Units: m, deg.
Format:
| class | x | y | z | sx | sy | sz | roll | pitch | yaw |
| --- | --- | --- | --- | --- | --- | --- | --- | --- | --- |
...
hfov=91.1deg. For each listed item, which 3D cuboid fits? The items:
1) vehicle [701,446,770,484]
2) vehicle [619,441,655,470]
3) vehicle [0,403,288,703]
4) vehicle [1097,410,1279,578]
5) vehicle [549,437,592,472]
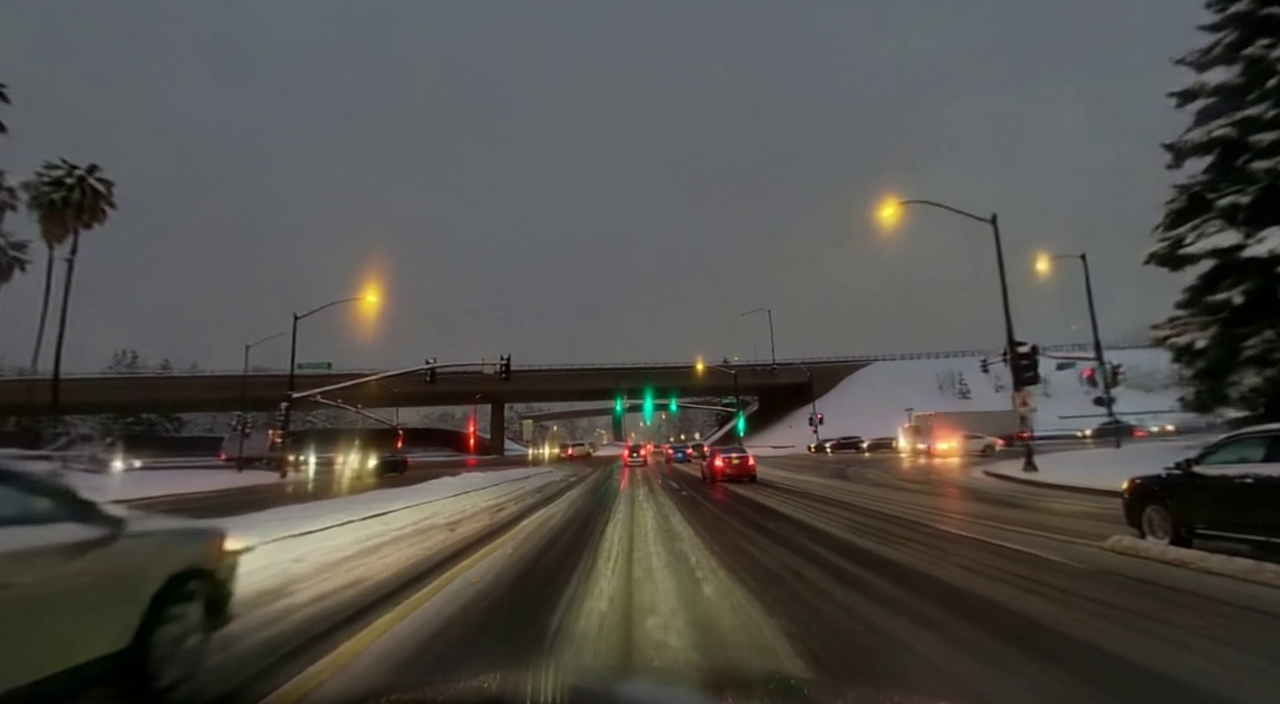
| class | x | y | z | sx | sy | sz | roll | pitch | yaw |
| --- | --- | --- | --- | --- | --- | --- | --- | --- | --- |
| vehicle | 3.824 | 4.587 | 25.872 | 2.156 | 1.404 | 4.120 | 0 | -9 | 0 |
| vehicle | -0.218 | 6.574 | 40.058 | 2.172 | 1.694 | 4.055 | 0 | -9 | 0 |
| vehicle | -3.621 | 0.968 | 2.529 | 2.111 | 1.506 | 4.018 | 0 | -9 | -1 |
| vehicle | 7.329 | 1.460 | 6.563 | 1.964 | 1.647 | 4.114 | 0 | -8 | 0 |
| vehicle | -4.524 | 6.499 | 39.979 | 2.485 | 2.012 | 5.498 | 1 | -9 | -9 |
